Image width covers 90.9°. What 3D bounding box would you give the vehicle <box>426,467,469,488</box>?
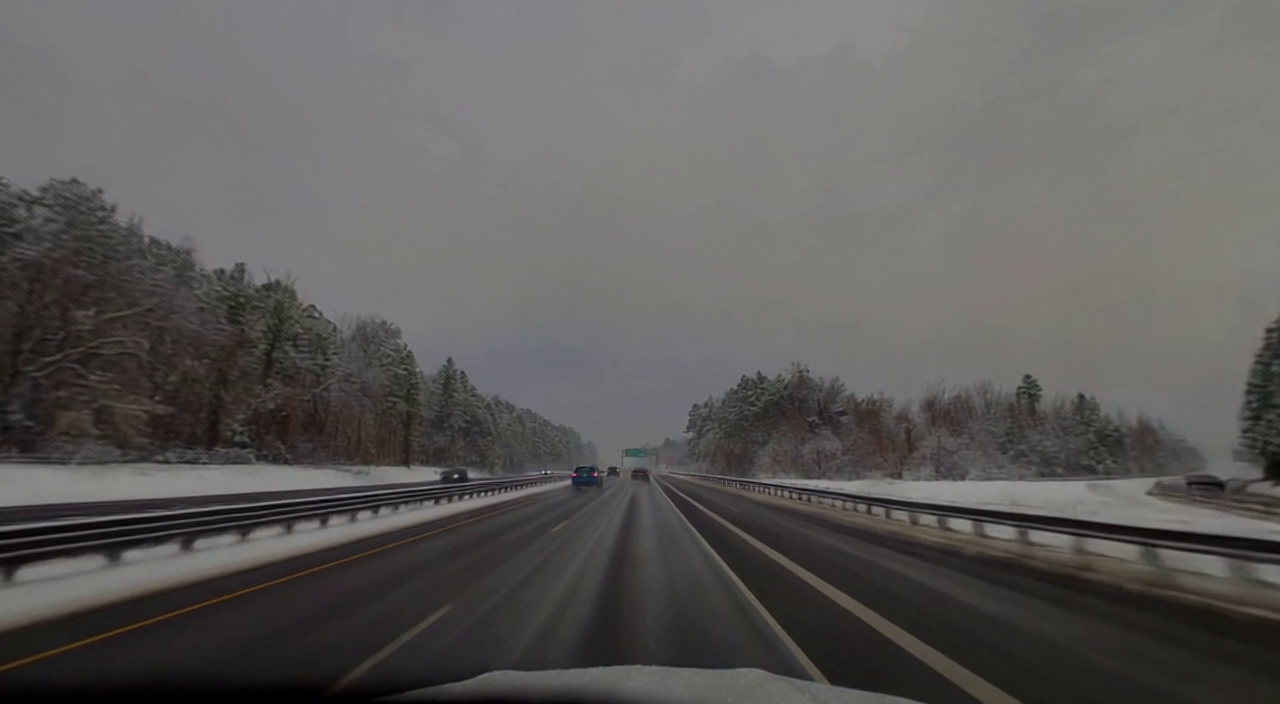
[{"bbox_3d":[-15.103,9.856,49.599,1.869,1.555,4.274,0,-11,2],"label":"vehicle"}]

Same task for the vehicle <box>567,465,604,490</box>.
[{"bbox_3d":[-3.527,8.251,41.492,2.047,1.523,4.279,1,-11,1],"label":"vehicle"}]

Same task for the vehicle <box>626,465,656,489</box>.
[{"bbox_3d":[0.101,8.999,45.444,2.065,1.596,3.869,1,-11,1],"label":"vehicle"}]
